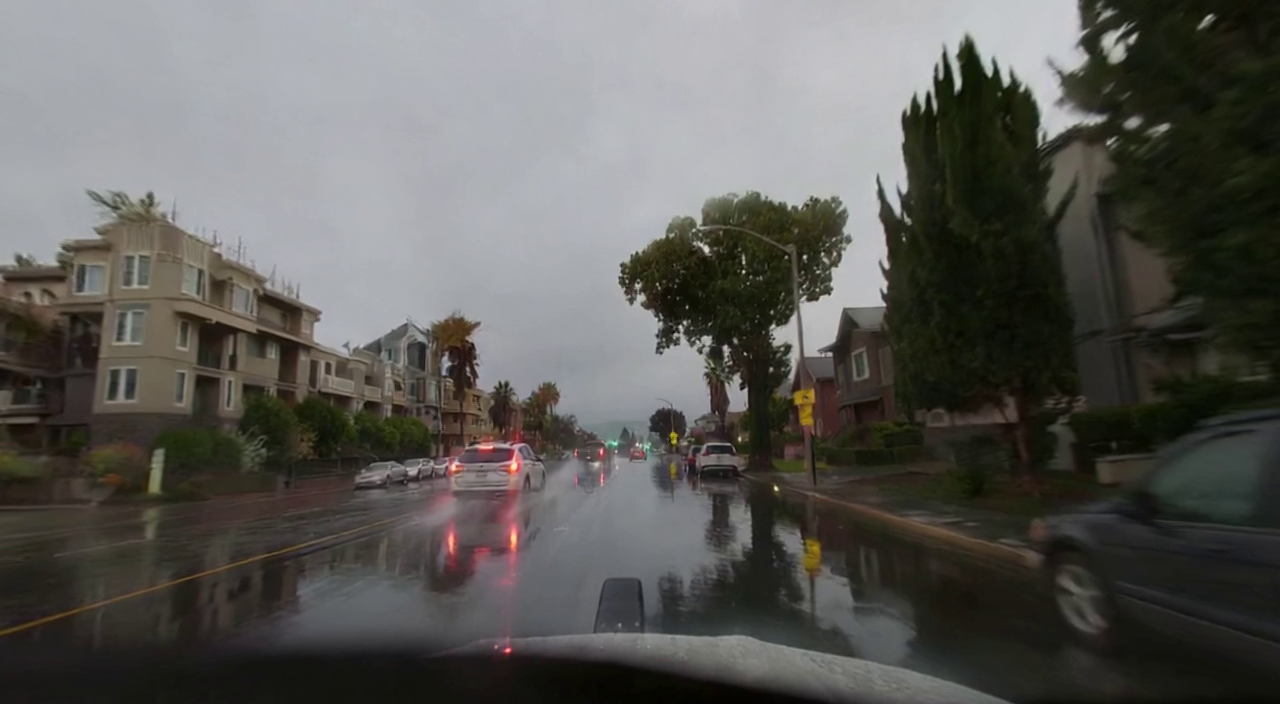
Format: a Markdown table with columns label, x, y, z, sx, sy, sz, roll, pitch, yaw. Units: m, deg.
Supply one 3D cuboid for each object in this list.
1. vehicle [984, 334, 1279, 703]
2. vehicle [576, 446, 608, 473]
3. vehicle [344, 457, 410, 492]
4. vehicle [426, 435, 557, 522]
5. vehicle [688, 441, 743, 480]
| label | x | y | z | sx | sy | sz | roll | pitch | yaw |
| --- | --- | --- | --- | --- | --- | --- | --- | --- | --- |
| vehicle | 3.716 | 0.854 | 2.742 | 1.969 | 1.828 | 4.273 | 0 | -9 | 0 |
| vehicle | -3.464 | 7.912 | 46.613 | 1.994 | 1.810 | 5.057 | 0 | -9 | 0 |
| vehicle | -13.717 | 6.387 | 33.066 | 1.787 | 1.461 | 4.367 | -4 | -8 | -2 |
| vehicle | -3.153 | 2.759 | 14.231 | 1.929 | 1.651 | 3.948 | 0 | -9 | 1 |
| vehicle | 3.747 | 5.499 | 32.255 | 2.125 | 1.768 | 5.544 | 0 | -9 | 0 |
